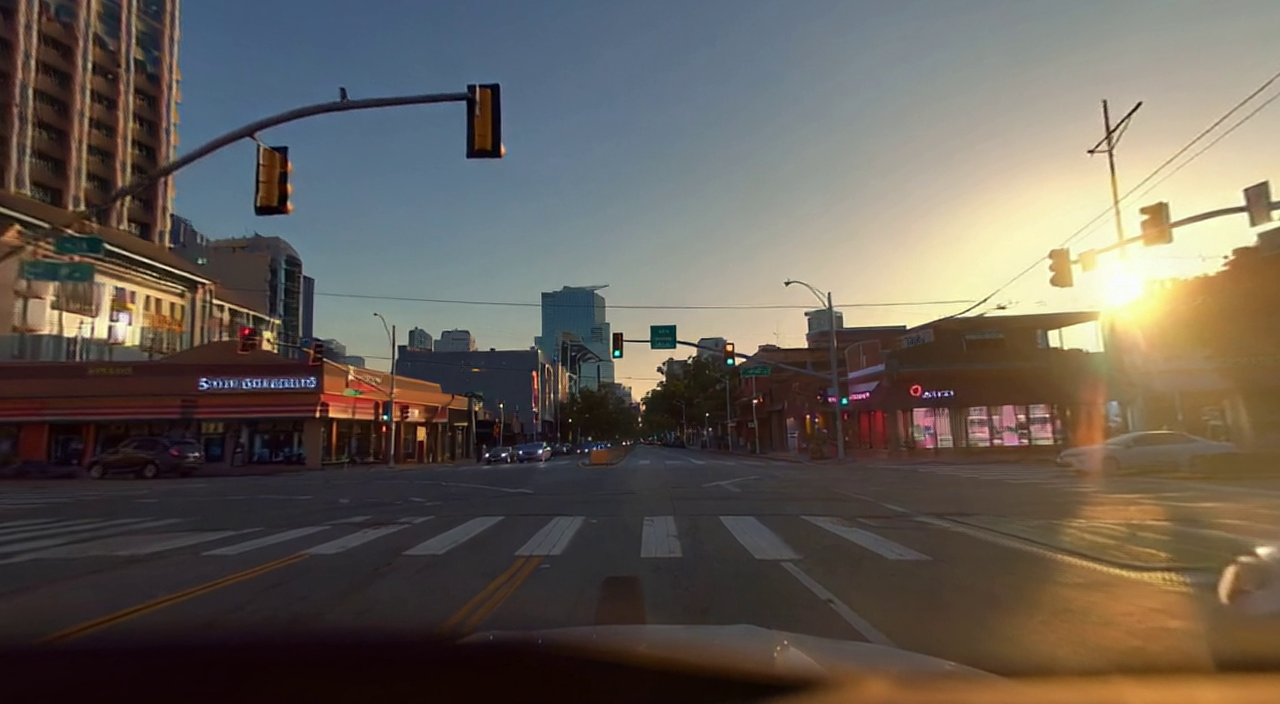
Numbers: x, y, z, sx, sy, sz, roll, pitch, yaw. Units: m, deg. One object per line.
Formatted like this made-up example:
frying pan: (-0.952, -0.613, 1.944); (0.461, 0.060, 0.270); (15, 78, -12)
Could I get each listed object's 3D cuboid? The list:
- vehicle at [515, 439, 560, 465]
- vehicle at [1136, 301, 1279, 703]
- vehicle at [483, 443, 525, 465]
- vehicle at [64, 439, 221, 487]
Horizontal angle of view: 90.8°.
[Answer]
vehicle: (-6.882, 6.803, 43.087); (2.181, 1.703, 4.512); (-1, -9, 2)
vehicle: (2.935, 0.431, 0.124); (2.049, 1.691, 4.447); (0, -9, 1)
vehicle: (-9.935, 7.465, 46.421); (2.106, 1.505, 4.228); (0, -9, 0)
vehicle: (-21.209, 4.702, 27.041); (5.161, 1.910, 2.275); (-2, -9, 11)
